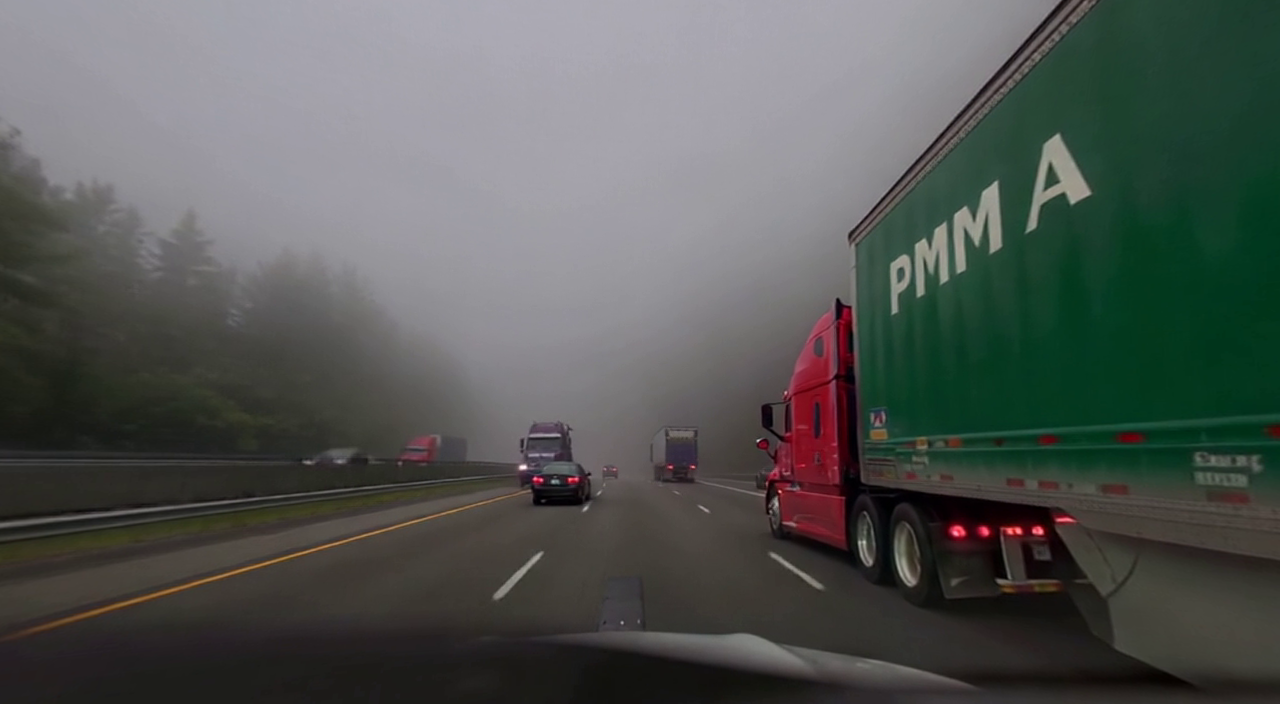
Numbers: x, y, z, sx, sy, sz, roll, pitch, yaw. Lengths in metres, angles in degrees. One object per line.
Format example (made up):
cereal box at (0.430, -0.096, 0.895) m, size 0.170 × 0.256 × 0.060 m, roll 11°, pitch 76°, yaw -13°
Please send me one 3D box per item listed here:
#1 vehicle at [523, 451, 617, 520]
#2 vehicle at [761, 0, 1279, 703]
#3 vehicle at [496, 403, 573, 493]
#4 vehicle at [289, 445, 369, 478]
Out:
vehicle at (-1.760, 3.646, 17.533) m, size 2.010 × 1.580 × 4.949 m, roll 1°, pitch -10°, yaw 0°
vehicle at (3.944, 0.406, 5.401) m, size 2.856 × 4.040 × 14.009 m, roll 1°, pitch -10°, yaw -1°
vehicle at (-5.274, 4.985, 32.467) m, size 3.099 × 4.220 × 5.196 m, roll 1°, pitch -10°, yaw -2°
vehicle at (-16.139, 5.762, 32.990) m, size 1.980 × 1.587 × 4.561 m, roll 1°, pitch -10°, yaw -2°
